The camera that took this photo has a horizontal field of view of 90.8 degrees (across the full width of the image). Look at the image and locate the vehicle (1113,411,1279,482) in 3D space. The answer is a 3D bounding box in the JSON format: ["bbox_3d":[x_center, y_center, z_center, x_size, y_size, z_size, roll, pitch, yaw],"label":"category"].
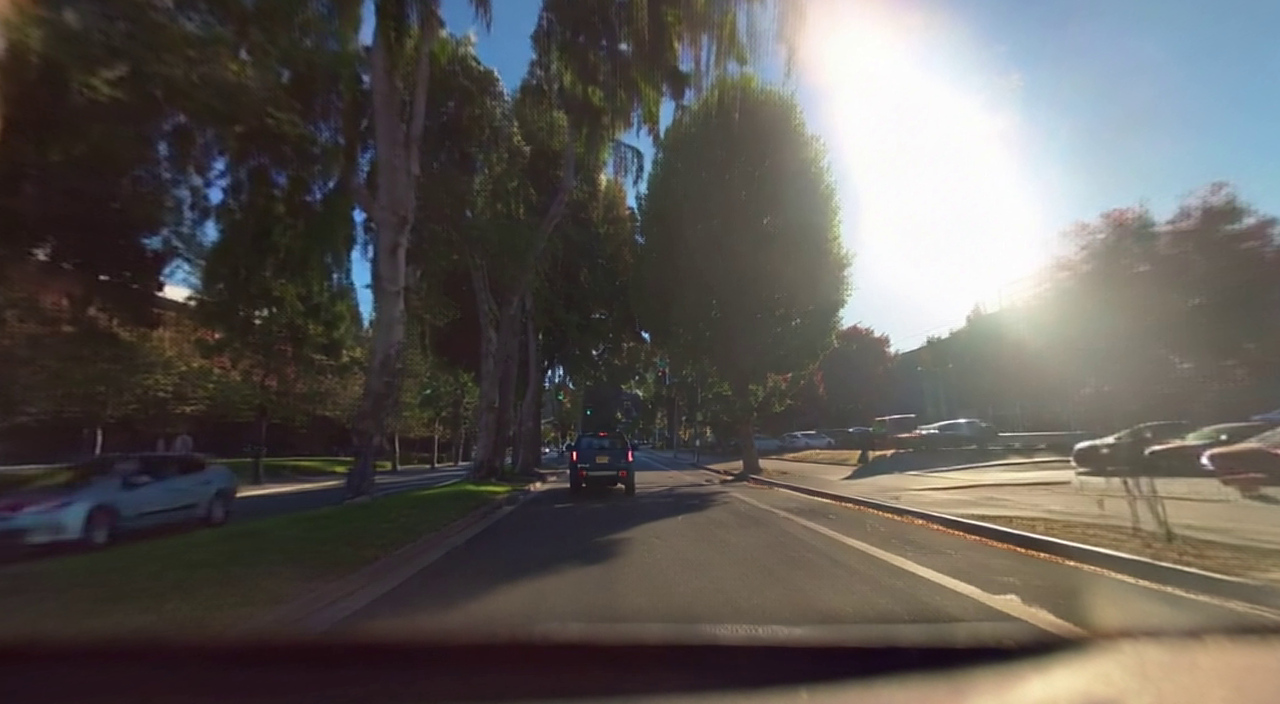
[{"bbox_3d":[14.163,2.101,14.073,5.344,1.440,2.318,0,-8,2],"label":"vehicle"}]

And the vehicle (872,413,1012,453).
[{"bbox_3d":[12.837,3.482,27.117,4.788,1.625,2.319,0,-8,-3],"label":"vehicle"}]

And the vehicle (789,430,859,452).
[{"bbox_3d":[12.327,5.994,42.563,4.090,1.433,1.983,0,-8,-2],"label":"vehicle"}]

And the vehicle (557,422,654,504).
[{"bbox_3d":[-0.843,2.903,17.073,2.157,1.816,5.804,0,-8,-1],"label":"vehicle"}]

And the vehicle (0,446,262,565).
[{"bbox_3d":[-8.616,2.309,10.422,2.027,1.493,4.707,0,-8,-3],"label":"vehicle"}]
